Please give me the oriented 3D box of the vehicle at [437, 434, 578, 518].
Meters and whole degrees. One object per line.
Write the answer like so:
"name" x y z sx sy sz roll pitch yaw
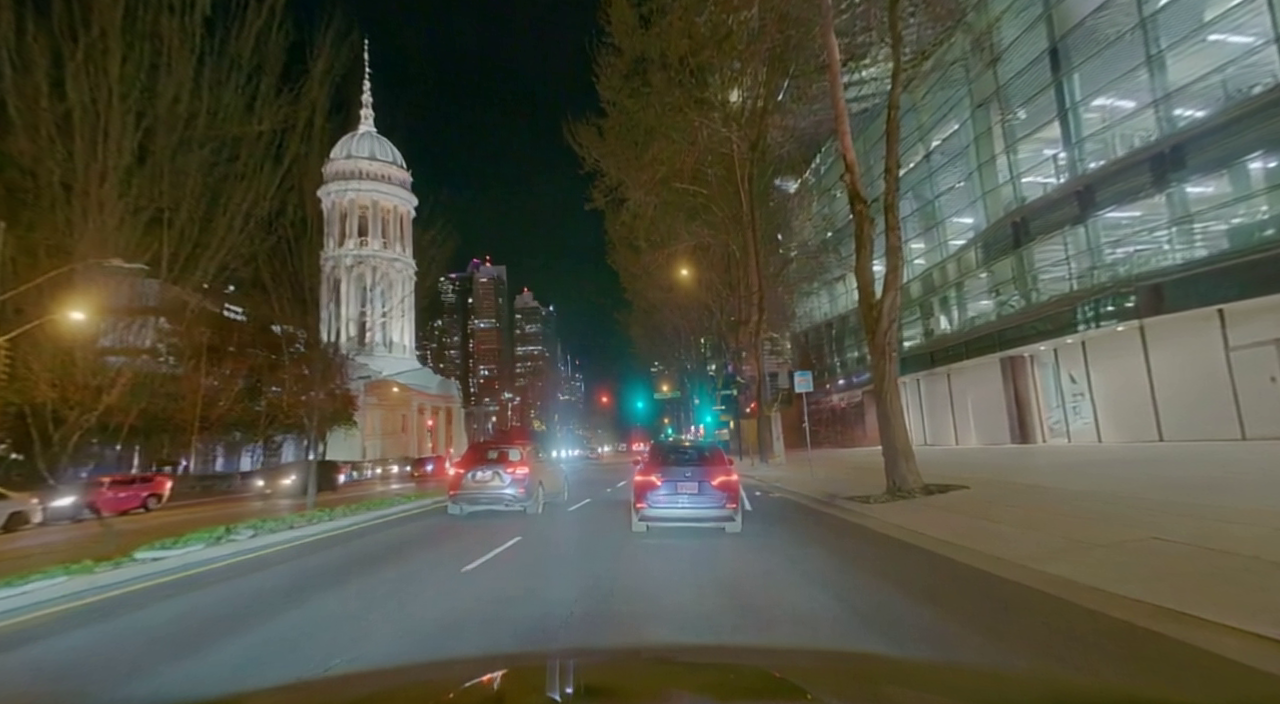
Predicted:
"vehicle" -2.673 2.615 13.829 1.961 1.517 4.202 0 -9 3

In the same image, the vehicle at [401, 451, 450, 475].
"vehicle" -16.568 8.571 48.965 2.024 1.782 4.827 0 -9 1

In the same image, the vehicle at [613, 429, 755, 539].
"vehicle" 0.676 2.107 10.640 1.933 1.504 3.802 0 -9 2

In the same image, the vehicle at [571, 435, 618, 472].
"vehicle" -2.288 5.286 32.998 1.969 1.764 4.160 0 -9 2

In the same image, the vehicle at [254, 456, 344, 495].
"vehicle" -16.936 6.120 31.618 2.075 1.700 4.405 0 -9 0
